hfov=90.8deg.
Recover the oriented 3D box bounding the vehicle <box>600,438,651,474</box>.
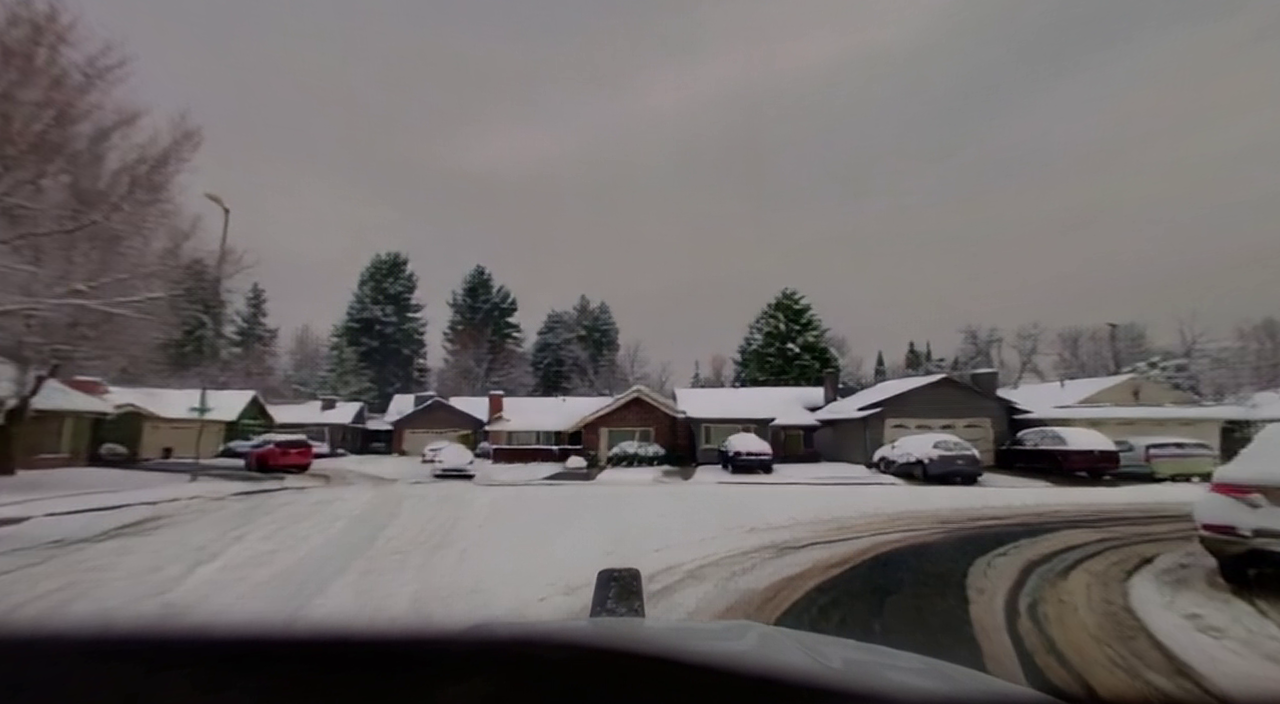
[{"bbox_3d":[-0.733,4.762,29.194,1.833,1.540,3.532,1,-9,-9],"label":"vehicle"}]

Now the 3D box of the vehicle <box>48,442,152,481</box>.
[{"bbox_3d":[-22.456,4.502,26.242,4.013,1.428,2.046,-5,-8,31],"label":"vehicle"}]

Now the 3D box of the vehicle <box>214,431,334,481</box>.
[{"bbox_3d":[-15.109,4.246,25.998,5.096,1.824,2.305,-6,-11,36],"label":"vehicle"}]

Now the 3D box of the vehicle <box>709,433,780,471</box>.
[{"bbox_3d":[4.947,4.856,30.685,2.160,1.695,4.183,1,-9,-9],"label":"vehicle"}]

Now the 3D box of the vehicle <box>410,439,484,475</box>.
[{"bbox_3d":[-9.050,4.857,29.373,1.932,1.518,4.343,6,-11,-35],"label":"vehicle"}]

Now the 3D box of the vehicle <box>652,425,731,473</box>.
[{"bbox_3d":[2.257,4.546,29.463,2.455,2.018,5.271,2,-9,-9],"label":"vehicle"}]

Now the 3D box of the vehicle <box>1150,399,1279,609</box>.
[{"bbox_3d":[7.663,1.478,6.638,4.863,1.784,2.109,6,-10,-34],"label":"vehicle"}]

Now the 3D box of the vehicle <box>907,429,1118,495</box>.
[{"bbox_3d":[10.998,3.291,19.148,5.082,1.789,1.947,-3,-9,17],"label":"vehicle"}]
